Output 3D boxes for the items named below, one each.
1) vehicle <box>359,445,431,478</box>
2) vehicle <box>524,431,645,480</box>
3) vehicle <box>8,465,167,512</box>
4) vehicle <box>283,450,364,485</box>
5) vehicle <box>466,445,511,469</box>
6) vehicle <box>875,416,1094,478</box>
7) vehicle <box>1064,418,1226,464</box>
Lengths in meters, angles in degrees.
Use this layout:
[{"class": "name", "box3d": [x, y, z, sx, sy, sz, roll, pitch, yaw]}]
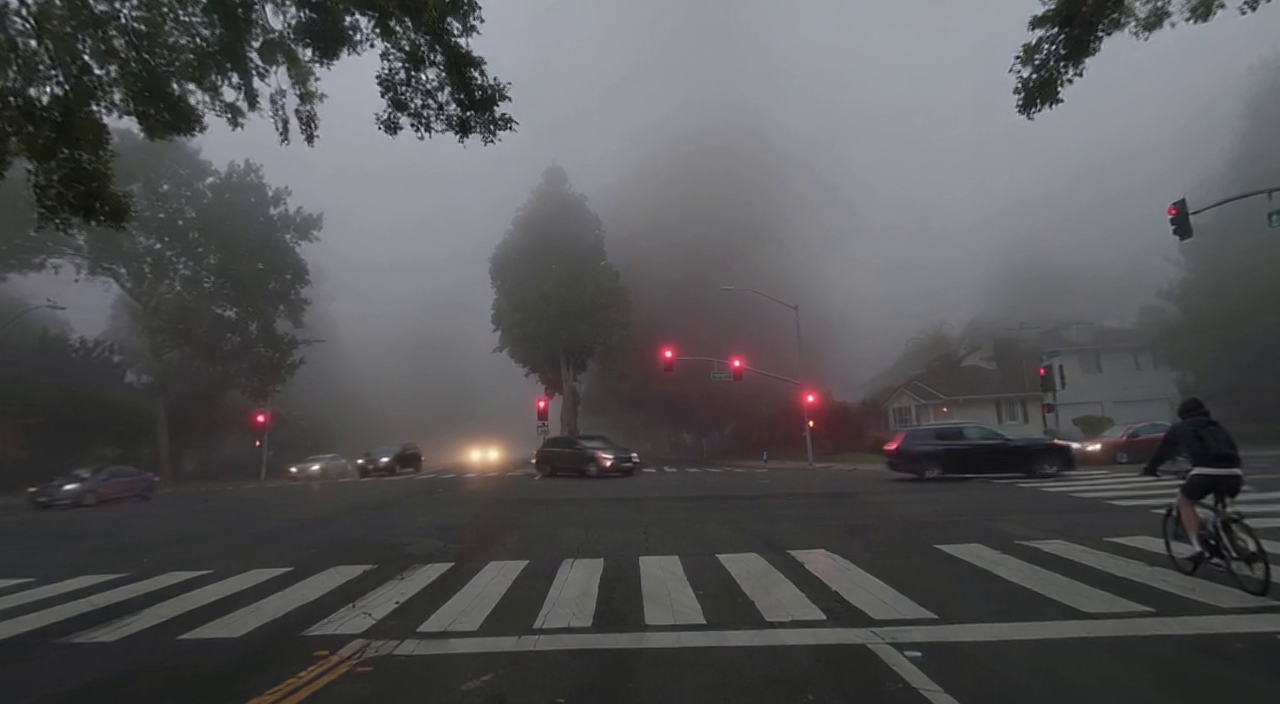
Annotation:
[{"class": "vehicle", "box3d": [-14.062, 6.312, 36.561, 2.093, 1.769, 4.971, 0, -9, 1]}, {"class": "vehicle", "box3d": [-2.353, 4.141, 25.389, 2.191, 1.731, 5.188, 7, -11, -41]}, {"class": "vehicle", "box3d": [-20.899, 5.145, 24.178, 1.860, 1.473, 4.655, 0, -9, 1]}, {"class": "vehicle", "box3d": [-17.331, 6.308, 34.768, 2.006, 1.735, 4.591, 0, -9, 1]}, {"class": "vehicle", "box3d": [-10.038, 6.993, 42.069, 2.017, 1.496, 4.749, 0, -9, -3]}, {"class": "vehicle", "box3d": [9.924, 2.828, 18.670, 5.217, 1.673, 2.006, -2, -9, 11]}, {"class": "vehicle", "box3d": [17.326, 3.091, 21.788, 3.969, 1.493, 1.823, 0, -9, 1]}]
